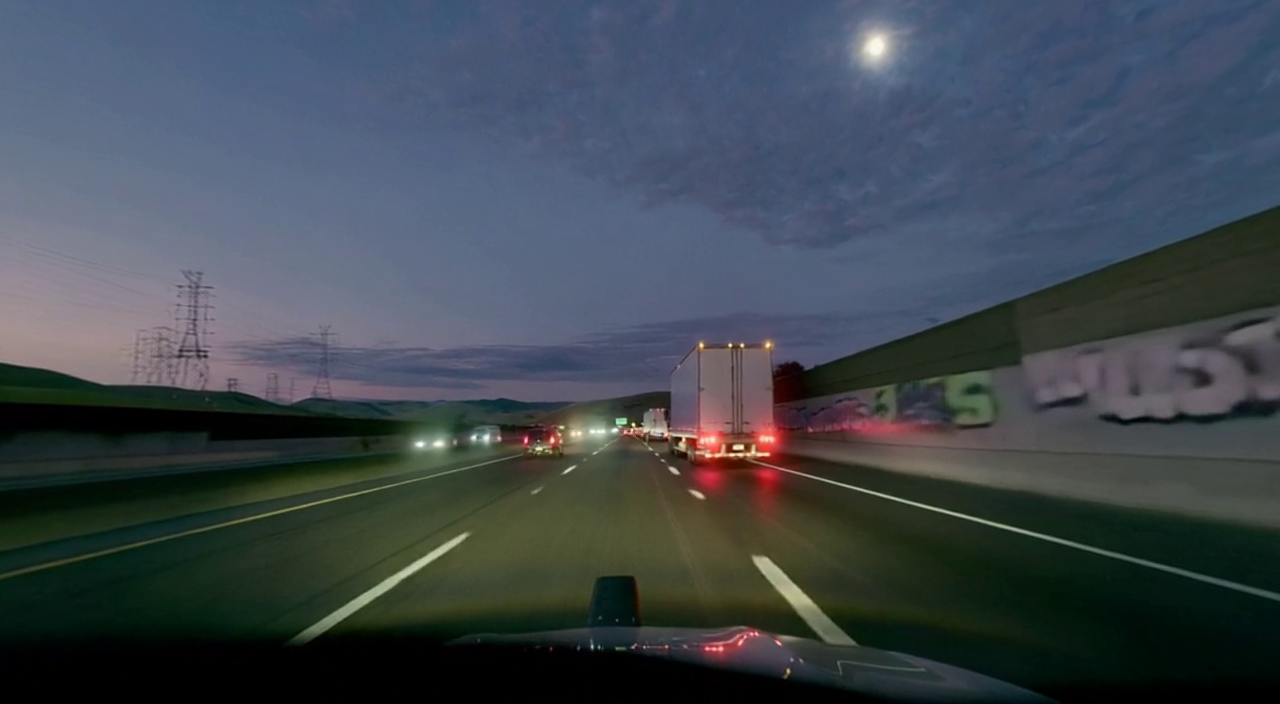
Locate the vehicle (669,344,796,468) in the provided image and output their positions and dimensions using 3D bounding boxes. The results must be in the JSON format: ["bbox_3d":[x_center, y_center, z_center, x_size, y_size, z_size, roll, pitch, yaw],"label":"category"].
[{"bbox_3d":[3.112,2.396,25.115,3.060,3.842,11.095,0,-8,-2],"label":"vehicle"}]

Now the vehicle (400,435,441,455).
[{"bbox_3d":[-16.139,6.848,46.456,1.642,1.416,3.639,0,-8,1],"label":"vehicle"}]

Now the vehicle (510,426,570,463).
[{"bbox_3d":[-4.319,4.070,27.885,1.965,1.486,4.448,0,-8,-1],"label":"vehicle"}]
